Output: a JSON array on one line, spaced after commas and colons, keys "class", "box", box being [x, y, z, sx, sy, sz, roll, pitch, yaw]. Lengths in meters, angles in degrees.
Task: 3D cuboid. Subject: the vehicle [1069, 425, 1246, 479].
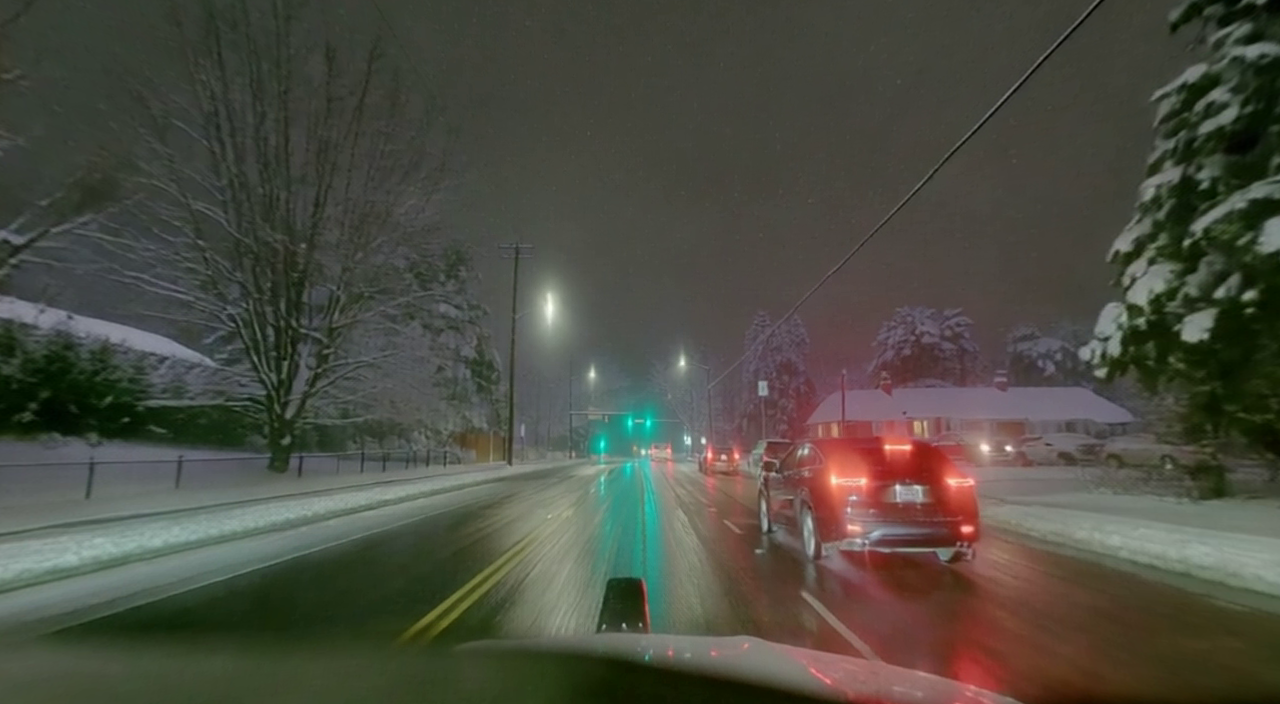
[{"class": "vehicle", "box": [20.874, 4.090, 25.955, 2.177, 1.947, 5.935, 0, -8, 0]}]

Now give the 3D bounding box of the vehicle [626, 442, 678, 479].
[{"class": "vehicle", "box": [0.473, 4.700, 27.675, 2.101, 1.467, 4.210, 0, -8, 0]}]

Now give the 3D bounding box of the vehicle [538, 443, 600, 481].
[{"class": "vehicle", "box": [-2.923, 4.650, 26.989, 2.012, 1.505, 4.205, 0, -8, 2]}]

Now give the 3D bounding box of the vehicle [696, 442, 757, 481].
[{"class": "vehicle", "box": [3.565, 4.571, 26.574, 1.943, 1.484, 4.030, 0, -8, -1]}]

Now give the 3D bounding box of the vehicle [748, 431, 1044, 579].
[{"class": "vehicle", "box": [2.993, 1.885, 8.691, 2.158, 1.483, 4.415, 0, -8, -1]}]
